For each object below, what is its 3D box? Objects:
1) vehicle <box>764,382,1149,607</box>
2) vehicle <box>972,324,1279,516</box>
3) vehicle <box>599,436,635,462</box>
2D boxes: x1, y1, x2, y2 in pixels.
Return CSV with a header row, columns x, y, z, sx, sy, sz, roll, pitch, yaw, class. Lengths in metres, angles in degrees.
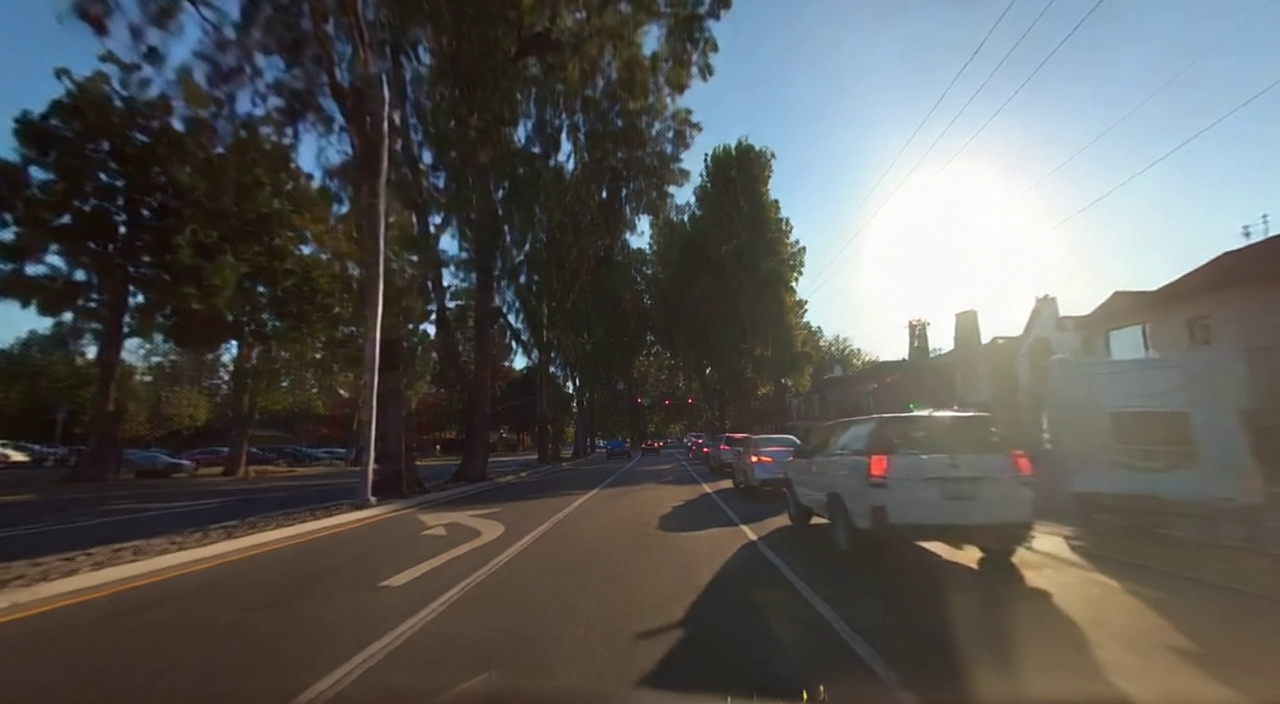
x,y,z,sx,sy,sz,roll,pitch,yaw,class
2.846,1.414,7.137,2.052,1.693,4.554,0,-8,1,vehicle
6.861,1.058,9.385,1.933,2.309,3.468,0,-8,1,vehicle
-1.492,6.618,43.139,2.083,1.691,4.398,-1,-8,3,vehicle
